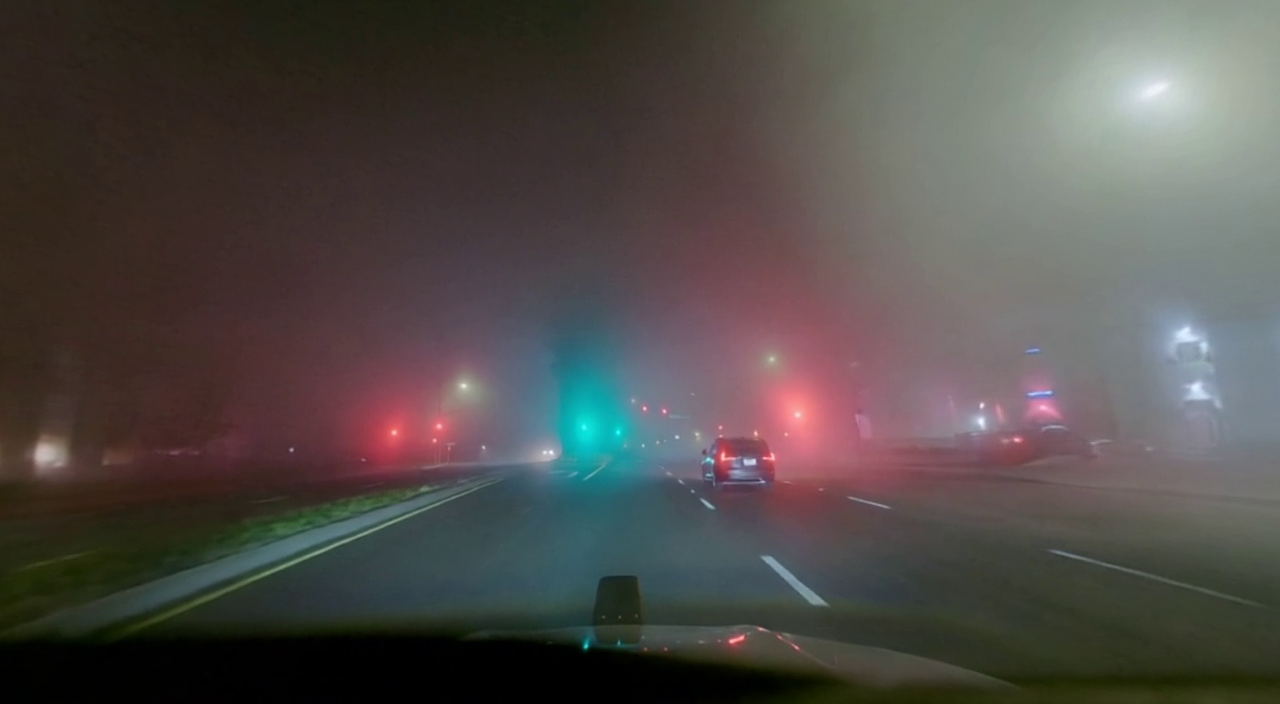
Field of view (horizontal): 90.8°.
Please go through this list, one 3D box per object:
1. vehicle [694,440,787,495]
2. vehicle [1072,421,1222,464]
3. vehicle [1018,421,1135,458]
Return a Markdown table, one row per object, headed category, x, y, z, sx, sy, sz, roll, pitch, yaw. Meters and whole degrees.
| category | x | y | z | sx | sy | sz | roll | pitch | yaw |
| --- | --- | --- | --- | --- | --- | --- | --- | --- | --- |
| vehicle | 2.862 | 3.387 | 18.965 | 1.964 | 1.448 | 4.295 | 0 | -9 | -2 |
| vehicle | 22.290 | 3.997 | 27.908 | 4.781 | 1.600 | 1.986 | -3 | -8 | 1 |
| vehicle | 22.314 | 4.526 | 32.469 | 4.383 | 1.815 | 2.061 | -1 | -9 | 2 |
